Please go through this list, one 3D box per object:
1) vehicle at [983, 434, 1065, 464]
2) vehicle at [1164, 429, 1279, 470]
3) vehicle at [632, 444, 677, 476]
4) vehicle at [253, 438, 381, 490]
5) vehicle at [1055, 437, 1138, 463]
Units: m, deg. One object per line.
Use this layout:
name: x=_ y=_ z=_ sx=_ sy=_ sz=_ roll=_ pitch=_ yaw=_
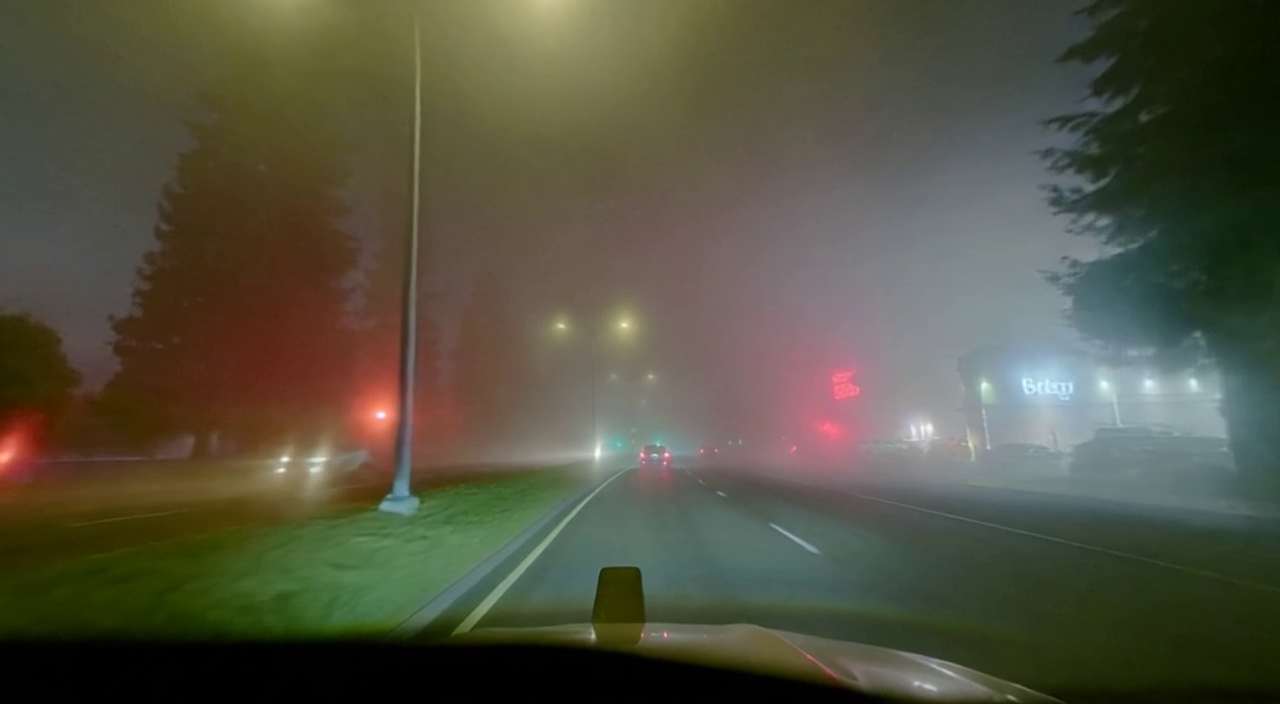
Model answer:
vehicle: x=22.463 y=5.690 z=37.168 sx=1.864 sy=1.655 sz=4.179 roll=0 pitch=-8 yaw=-5
vehicle: x=23.623 y=3.920 z=25.121 sx=1.780 sy=1.463 sz=4.112 roll=-1 pitch=-10 yaw=-3
vehicle: x=0.745 y=5.276 z=31.258 sx=2.095 sy=1.456 sz=3.873 roll=-1 pitch=-8 yaw=2
vehicle: x=-11.273 y=3.932 z=22.523 sx=1.987 sy=1.626 sz=4.654 roll=-1 pitch=-8 yaw=2
vehicle: x=27.411 y=5.904 z=38.082 sx=1.844 sy=1.481 sz=3.904 roll=0 pitch=-8 yaw=-5
